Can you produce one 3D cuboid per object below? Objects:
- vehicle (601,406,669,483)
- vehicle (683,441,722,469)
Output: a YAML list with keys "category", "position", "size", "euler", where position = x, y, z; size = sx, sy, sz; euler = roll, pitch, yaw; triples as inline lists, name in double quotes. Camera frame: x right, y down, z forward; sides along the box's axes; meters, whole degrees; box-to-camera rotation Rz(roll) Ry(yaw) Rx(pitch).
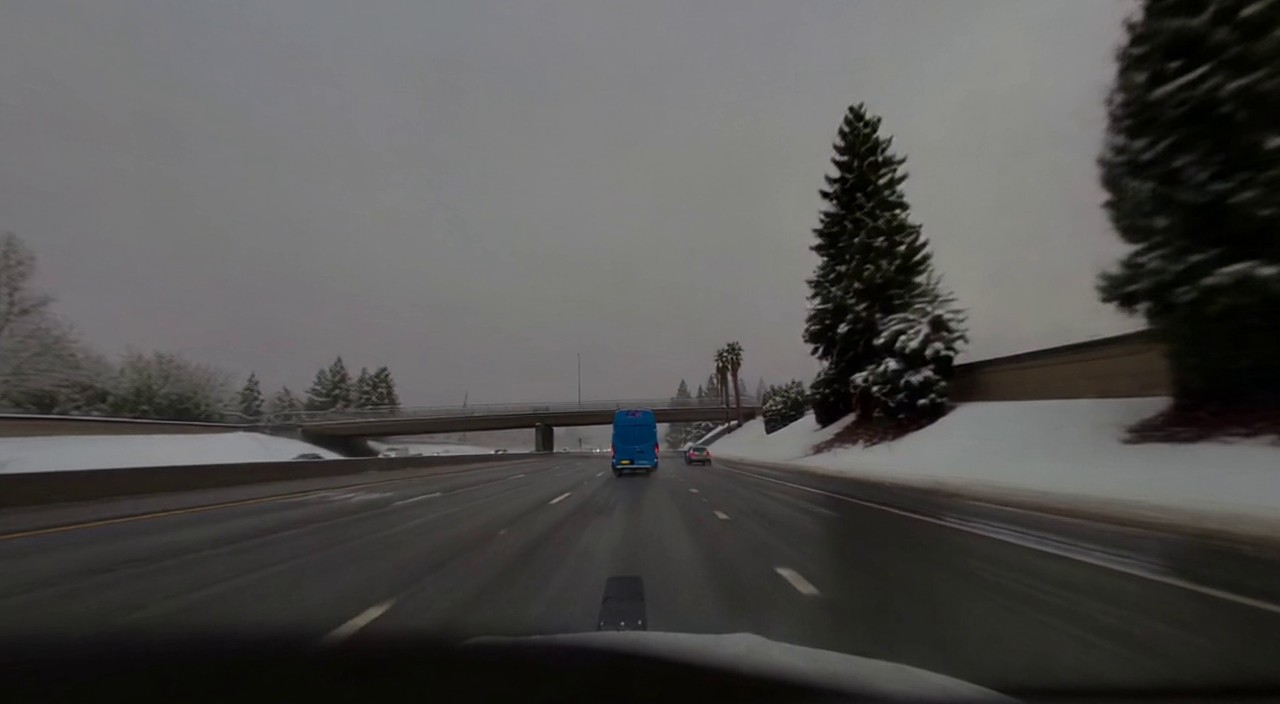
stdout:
- category: "vehicle"
  position: [-0.055, 3.791, 25.754]
  size: [2.476, 2.776, 5.598]
  euler: [0, -8, 2]
- category: "vehicle"
  position: [3.803, 6.347, 38.854]
  size: [1.987, 1.648, 3.984]
  euler: [0, -8, 0]
